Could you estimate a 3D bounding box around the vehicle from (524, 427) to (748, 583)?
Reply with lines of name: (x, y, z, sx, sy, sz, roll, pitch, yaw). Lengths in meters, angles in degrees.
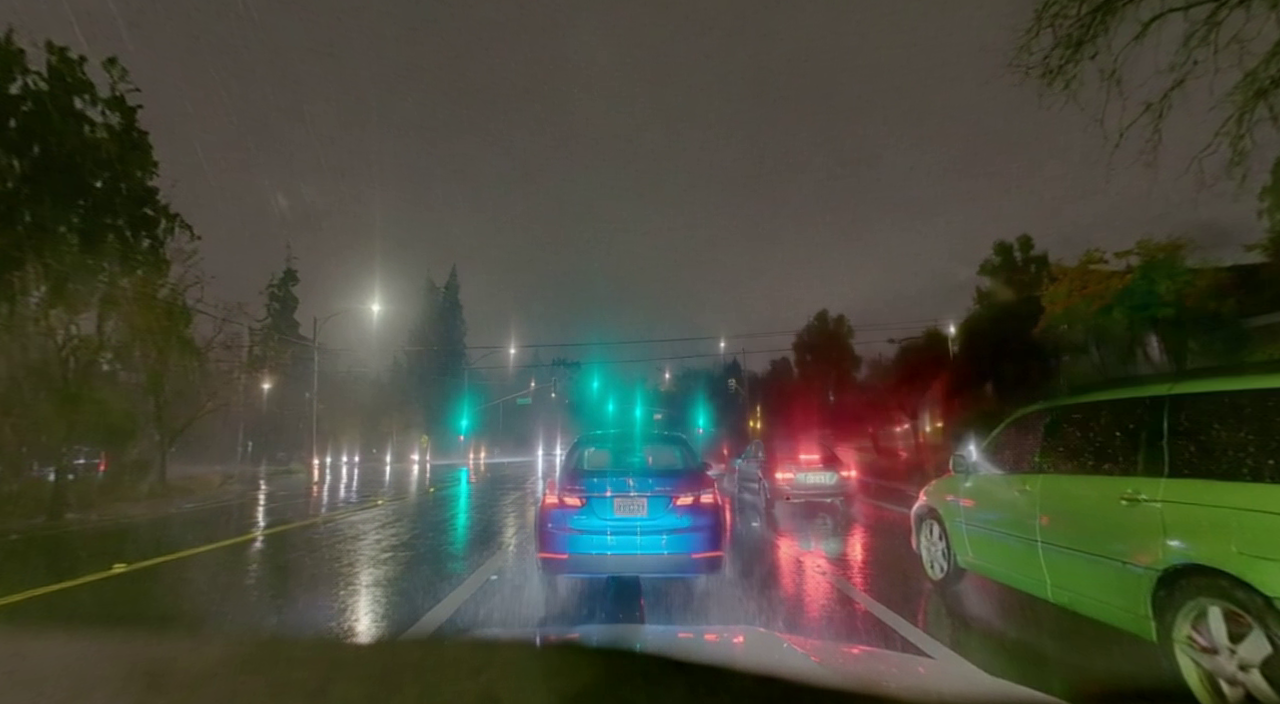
vehicle: (-0.089, 1.804, 8.311, 2.186, 1.500, 4.141, 0, -8, -1)

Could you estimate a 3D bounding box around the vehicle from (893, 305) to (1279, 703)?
vehicle: (3.361, 0.902, 3.588, 2.006, 1.766, 4.345, 0, -8, 0)

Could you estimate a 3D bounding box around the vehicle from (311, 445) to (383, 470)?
vehicle: (-19.892, 7.145, 43.028, 3.957, 1.630, 1.881, 0, -8, 0)

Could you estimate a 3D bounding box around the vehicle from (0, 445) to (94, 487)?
vehicle: (-22.618, 4.113, 22.897, 4.092, 1.438, 1.639, -1, -8, 1)

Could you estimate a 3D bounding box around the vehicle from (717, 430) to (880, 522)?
vehicle: (2.945, 2.421, 12.911, 1.971, 1.517, 4.521, 0, -8, -3)
